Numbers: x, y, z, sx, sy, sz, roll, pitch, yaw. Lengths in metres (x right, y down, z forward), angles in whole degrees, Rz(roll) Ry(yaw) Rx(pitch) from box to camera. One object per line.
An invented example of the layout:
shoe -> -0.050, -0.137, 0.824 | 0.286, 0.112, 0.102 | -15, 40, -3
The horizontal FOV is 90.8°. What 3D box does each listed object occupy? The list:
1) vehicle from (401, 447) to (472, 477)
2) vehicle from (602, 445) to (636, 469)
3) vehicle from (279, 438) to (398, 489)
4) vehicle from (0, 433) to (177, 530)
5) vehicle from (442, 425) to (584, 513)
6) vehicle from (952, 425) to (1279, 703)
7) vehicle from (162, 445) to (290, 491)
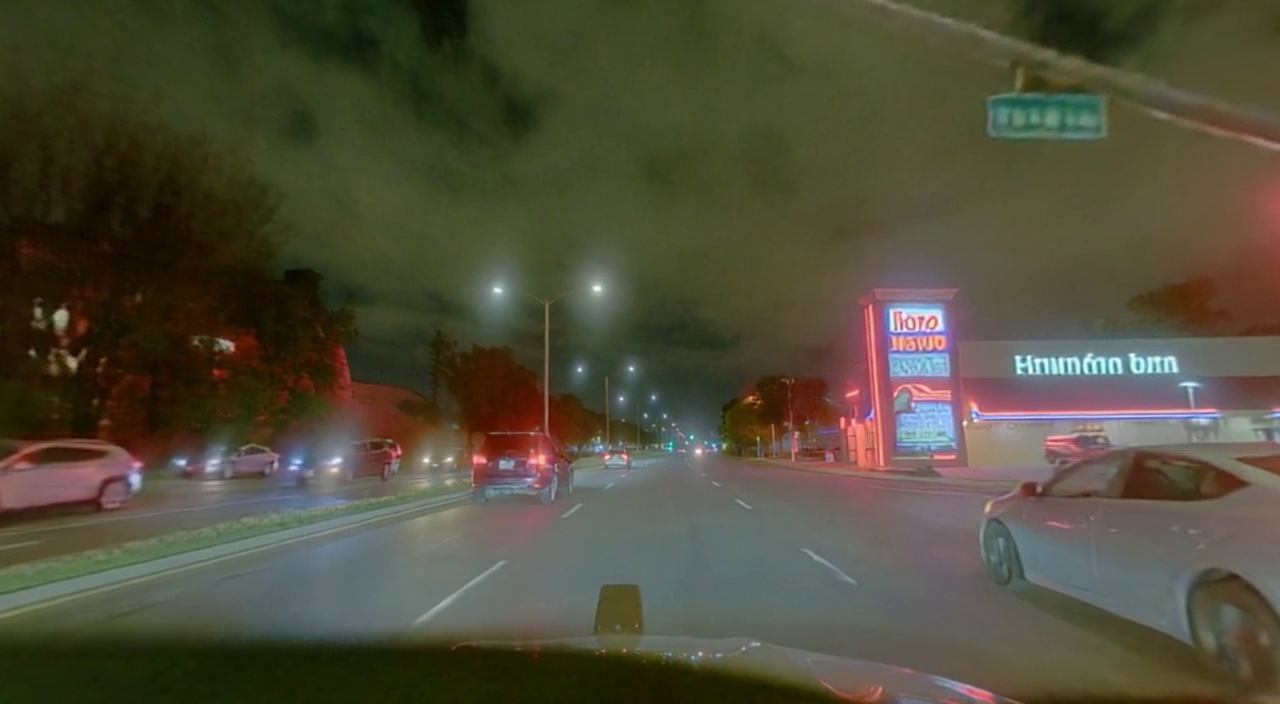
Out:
vehicle -> -10.728, 5.822, 33.745 | 1.960, 1.451, 4.870 | -1, -9, 3
vehicle -> -1.392, 7.314, 44.258 | 1.976, 1.571, 4.649 | -1, -9, 3
vehicle -> -11.249, 4.185, 24.055 | 2.016, 1.710, 4.734 | -1, -9, 2
vehicle -> -11.841, 2.415, 12.131 | 2.150, 1.627, 4.737 | -1, -9, 3
vehicle -> -2.912, 2.839, 15.864 | 2.305, 1.833, 4.912 | -1, -9, 3
vehicle -> 4.221, 1.281, 4.314 | 1.960, 1.471, 4.378 | 0, -9, 1
vehicle -> -15.101, 4.216, 23.385 | 1.871, 1.515, 4.229 | 0, -9, 0
